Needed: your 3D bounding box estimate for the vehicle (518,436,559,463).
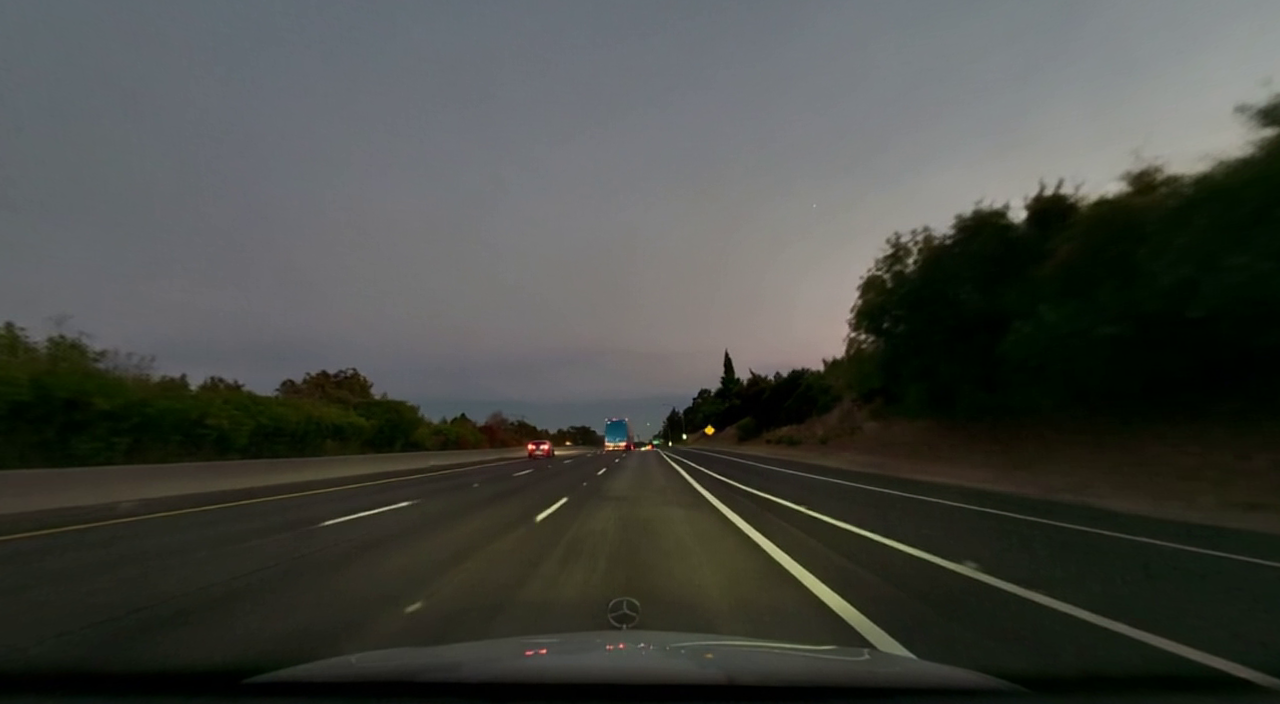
[{"bbox_3d":[-7.039,6.843,44.365,2.043,1.828,4.436,0,-8,1],"label":"vehicle"}]
